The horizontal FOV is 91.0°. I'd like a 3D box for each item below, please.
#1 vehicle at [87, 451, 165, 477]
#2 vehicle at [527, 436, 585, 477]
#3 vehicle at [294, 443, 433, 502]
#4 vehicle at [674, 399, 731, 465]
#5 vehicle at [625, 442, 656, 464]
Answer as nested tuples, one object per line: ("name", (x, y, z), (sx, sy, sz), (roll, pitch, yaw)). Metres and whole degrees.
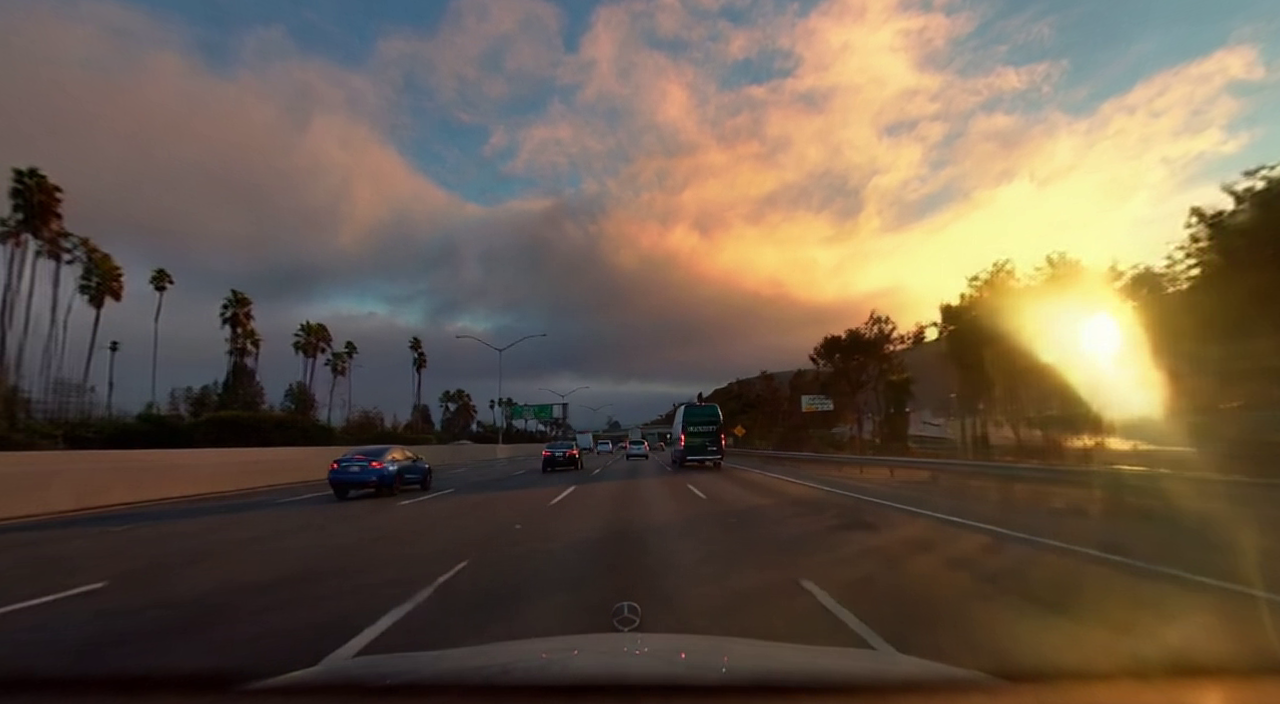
("vehicle", (-31.954, 6.960, 39.264), (1.675, 1.470, 3.669), (0, -9, 1))
("vehicle", (-3.666, 4.656, 28.170), (2.017, 1.683, 4.094), (0, -9, 0))
("vehicle", (-7.800, 3.410, 18.335), (2.050, 1.487, 4.372), (0, -9, 0))
("vehicle", (4.041, 5.505, 42.553), (3.086, 3.984, 8.371), (0, -9, 1))
("vehicle", (0.035, 7.263, 45.517), (2.085, 1.507, 4.096), (0, -9, 0))
